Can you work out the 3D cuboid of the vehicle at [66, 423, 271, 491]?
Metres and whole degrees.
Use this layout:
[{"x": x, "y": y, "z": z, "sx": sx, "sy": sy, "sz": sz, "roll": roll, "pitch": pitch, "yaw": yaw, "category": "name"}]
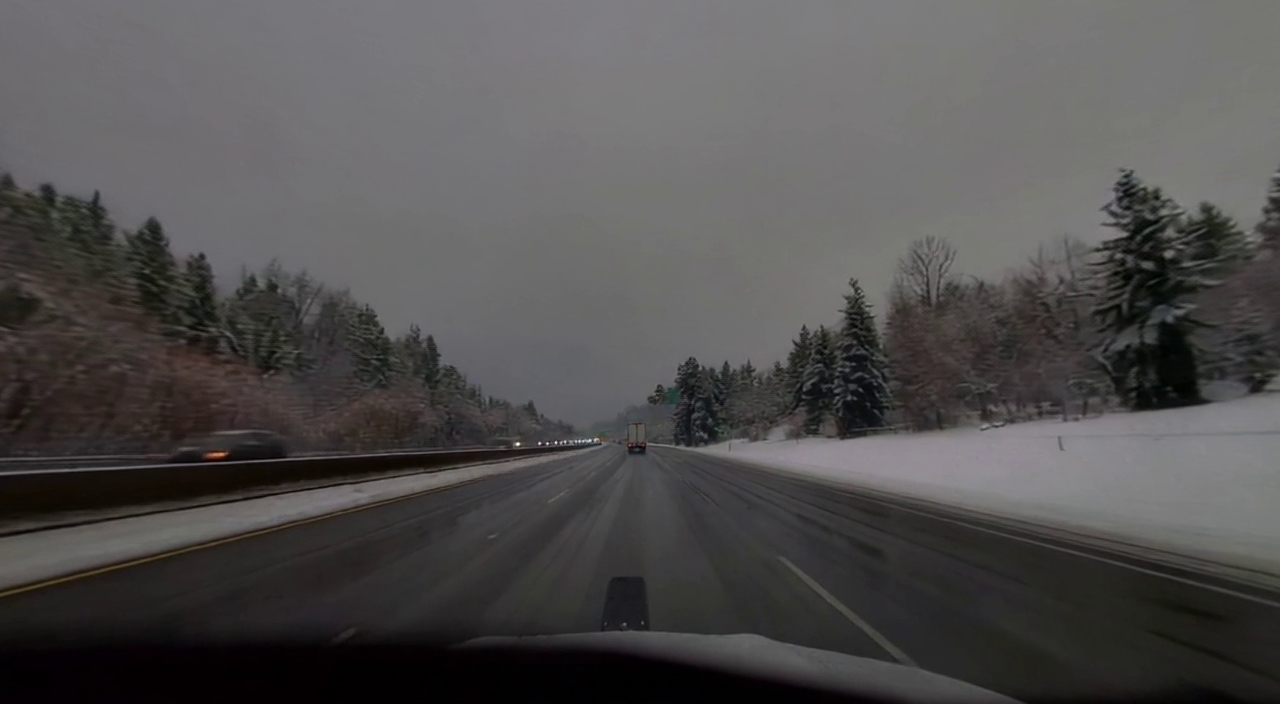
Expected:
[{"x": -11.754, "y": 2.641, "z": 16.161, "sx": 1.871, "sy": 1.495, "sz": 4.368, "roll": 0, "pitch": -8, "yaw": 0, "category": "vehicle"}]
